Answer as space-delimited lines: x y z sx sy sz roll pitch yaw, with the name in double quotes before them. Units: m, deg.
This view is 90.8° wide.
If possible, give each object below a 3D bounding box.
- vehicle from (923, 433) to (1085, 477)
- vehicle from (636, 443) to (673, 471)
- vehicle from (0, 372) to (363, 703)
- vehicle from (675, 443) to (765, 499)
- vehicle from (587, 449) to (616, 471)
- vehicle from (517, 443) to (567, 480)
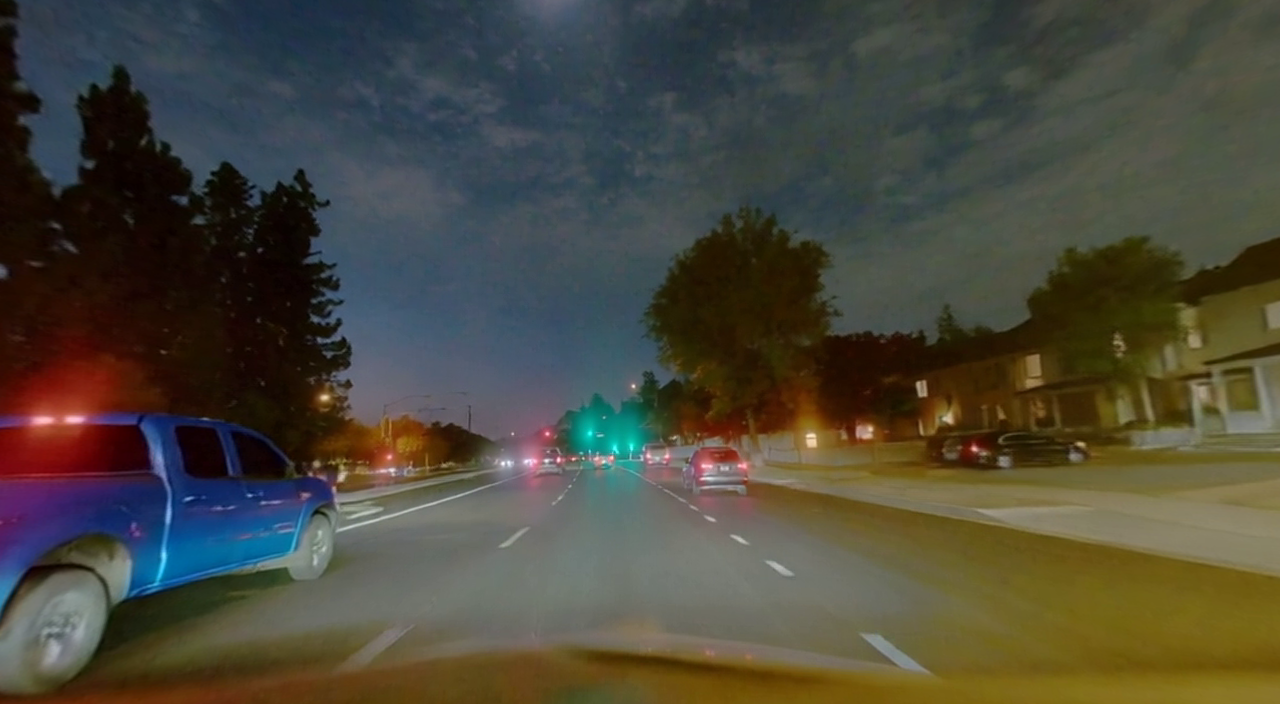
"vehicle" 13.088 3.727 22.941 4.597 1.439 2.062 0 -9 -2
"vehicle" 0.982 7.359 44.586 2.099 1.845 4.363 0 -9 -5
"vehicle" -4.121 1.197 4.383 2.111 1.745 5.274 0 -9 -1
"vehicle" 2.260 3.505 18.997 1.884 1.463 4.195 0 -9 -4
"vehicle" -2.899 7.884 46.318 2.030 1.477 4.330 0 -9 -5
"vehicle" -5.266 5.906 34.466 2.218 1.829 4.492 0 -9 -3
